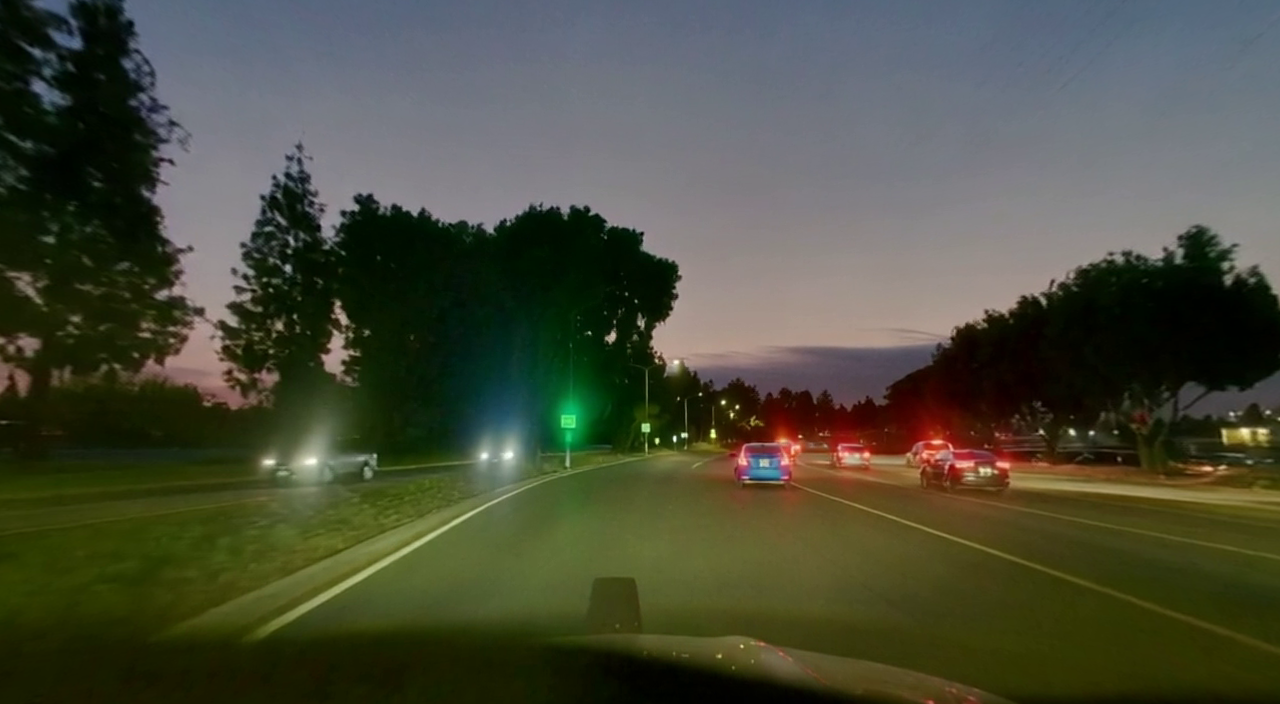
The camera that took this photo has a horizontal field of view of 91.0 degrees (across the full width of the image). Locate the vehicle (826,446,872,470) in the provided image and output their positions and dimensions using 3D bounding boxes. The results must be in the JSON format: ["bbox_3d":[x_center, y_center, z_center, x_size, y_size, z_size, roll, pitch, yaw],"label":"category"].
[{"bbox_3d":[13.713,6.947,41.485,1.928,1.488,4.361,-1,-9,5],"label":"vehicle"}]

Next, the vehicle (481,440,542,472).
[{"bbox_3d":[-6.870,5.595,34.084,1.873,1.625,4.104,-1,-9,8],"label":"vehicle"}]

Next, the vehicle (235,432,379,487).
[{"bbox_3d":[-10.592,3.446,20.516,1.990,1.581,4.706,0,-9,2],"label":"vehicle"}]

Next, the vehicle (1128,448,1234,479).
[{"bbox_3d":[27.328,5.593,31.825,4.327,1.466,1.787,2,-8,-14],"label":"vehicle"}]

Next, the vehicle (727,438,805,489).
[{"bbox_3d":[4.343,3.893,22.389,2.145,1.603,4.369,0,-9,4],"label":"vehicle"}]

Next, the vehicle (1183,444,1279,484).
[{"bbox_3d":[28.096,5.151,29.310,4.544,1.677,1.963,2,-7,-16],"label":"vehicle"}]
